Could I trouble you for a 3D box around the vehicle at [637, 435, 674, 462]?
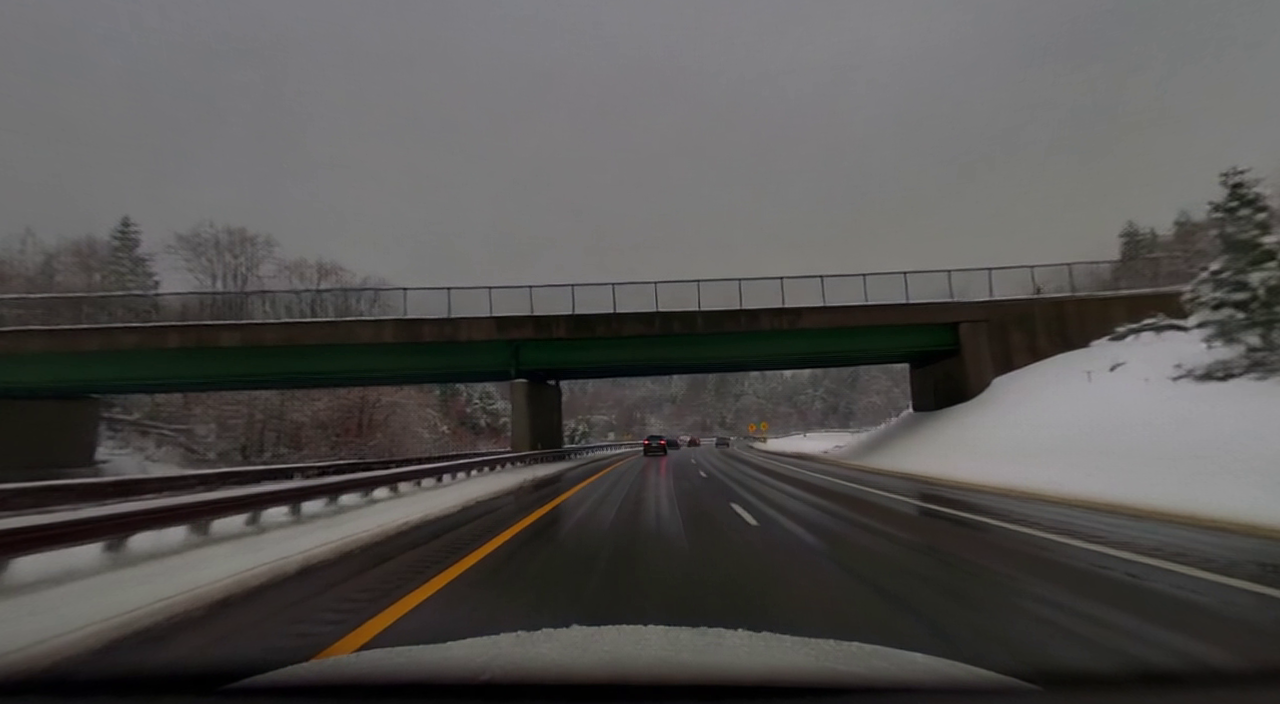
[{"bbox_3d":[0.980,5.602,36.811,1.993,1.461,3.812,-1,-8,4],"label":"vehicle"}]
